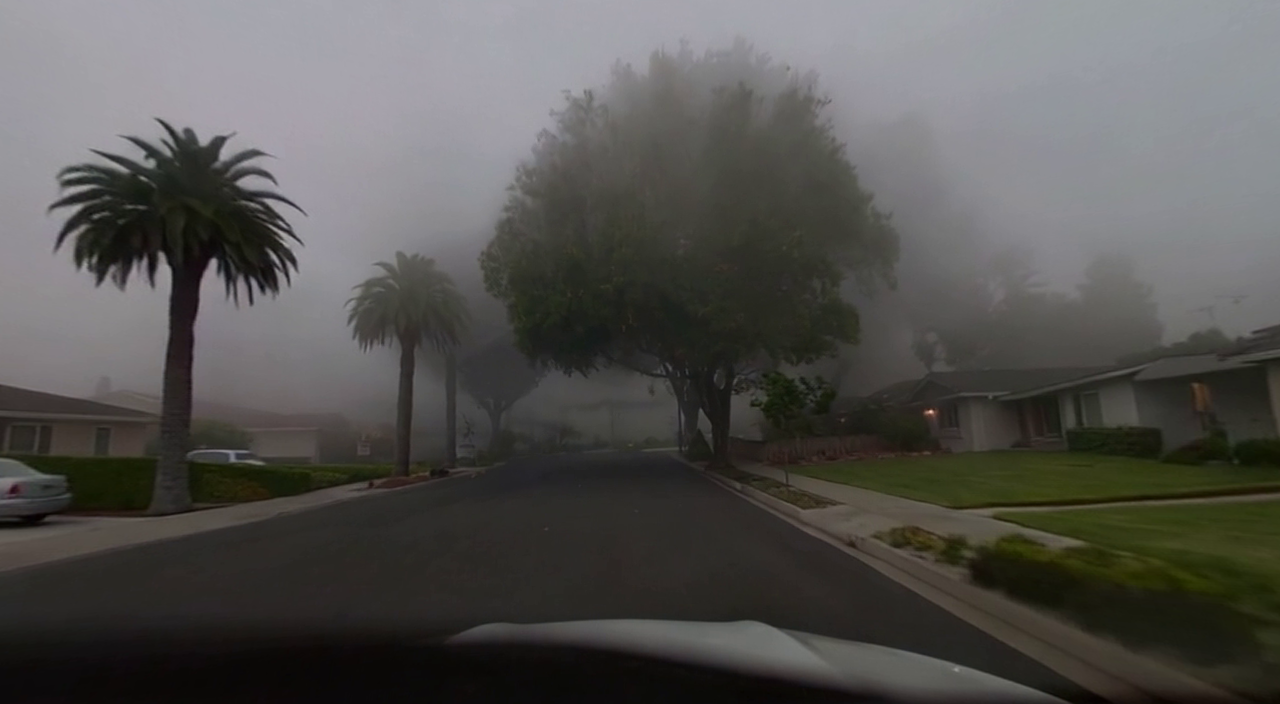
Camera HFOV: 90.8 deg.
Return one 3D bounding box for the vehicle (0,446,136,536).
[{"bbox_3d":[-14.337,2.927,13.648,5.050,1.774,2.031,0,-9,-1],"label":"vehicle"}]
